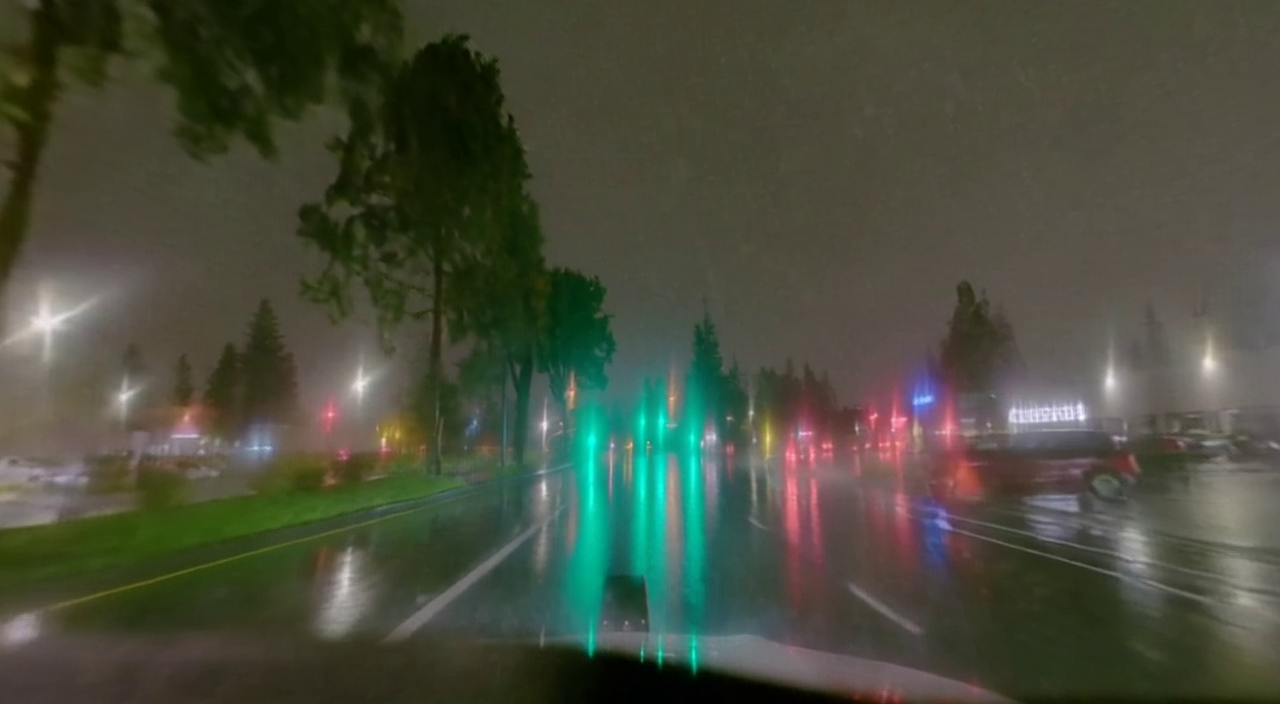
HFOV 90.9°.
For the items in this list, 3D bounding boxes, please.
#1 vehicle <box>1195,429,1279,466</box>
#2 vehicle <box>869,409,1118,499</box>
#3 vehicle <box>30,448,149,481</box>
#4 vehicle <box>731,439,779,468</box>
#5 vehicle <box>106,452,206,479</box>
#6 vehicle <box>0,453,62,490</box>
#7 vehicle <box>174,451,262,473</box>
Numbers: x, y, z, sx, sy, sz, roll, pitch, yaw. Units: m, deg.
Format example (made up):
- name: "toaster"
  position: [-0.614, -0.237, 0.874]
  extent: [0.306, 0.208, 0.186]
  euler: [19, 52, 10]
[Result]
- name: "vehicle"
  position: [29.660, 4.528, 30.019]
  extent: [4.342, 1.713, 2.036]
  euler: [-1, -8, 2]
- name: "vehicle"
  position: [9.058, 2.715, 16.883]
  extent: [5.329, 2.114, 2.325]
  euler: [-3, -9, 18]
- name: "vehicle"
  position: [-32.661, 6.686, 37.512]
  extent: [4.923, 1.843, 2.179]
  euler: [0, -9, 0]
- name: "vehicle"
  position: [7.215, 6.437, 40.187]
  extent: [2.084, 1.736, 4.754]
  euler: [0, -8, -1]
- name: "vehicle"
  position: [-33.091, 7.750, 43.177]
  extent: [4.993, 1.742, 2.124]
  euler: [0, -8, 0]
- name: "vehicle"
  position: [-38.811, 7.359, 38.979]
  extent: [1.904, 2.047, 4.395]
  euler: [0, -8, -2]
- name: "vehicle"
  position: [-32.646, 8.516, 48.837]
  extent: [5.238, 1.618, 2.263]
  euler: [-1, -8, 1]
